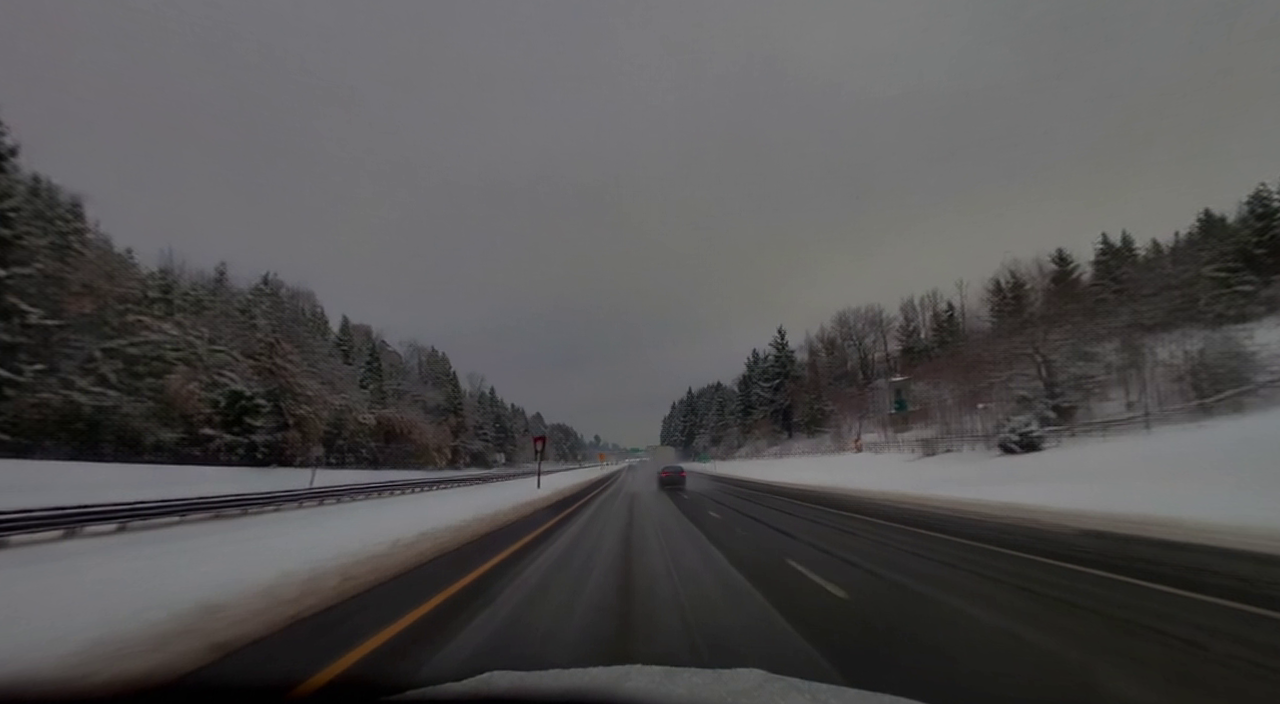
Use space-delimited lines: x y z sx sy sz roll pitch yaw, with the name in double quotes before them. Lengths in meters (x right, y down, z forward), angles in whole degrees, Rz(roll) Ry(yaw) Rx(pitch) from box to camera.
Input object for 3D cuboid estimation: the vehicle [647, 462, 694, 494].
"vehicle" 1.479 6.332 31.880 1.976 1.467 3.783 1 -10 -3
